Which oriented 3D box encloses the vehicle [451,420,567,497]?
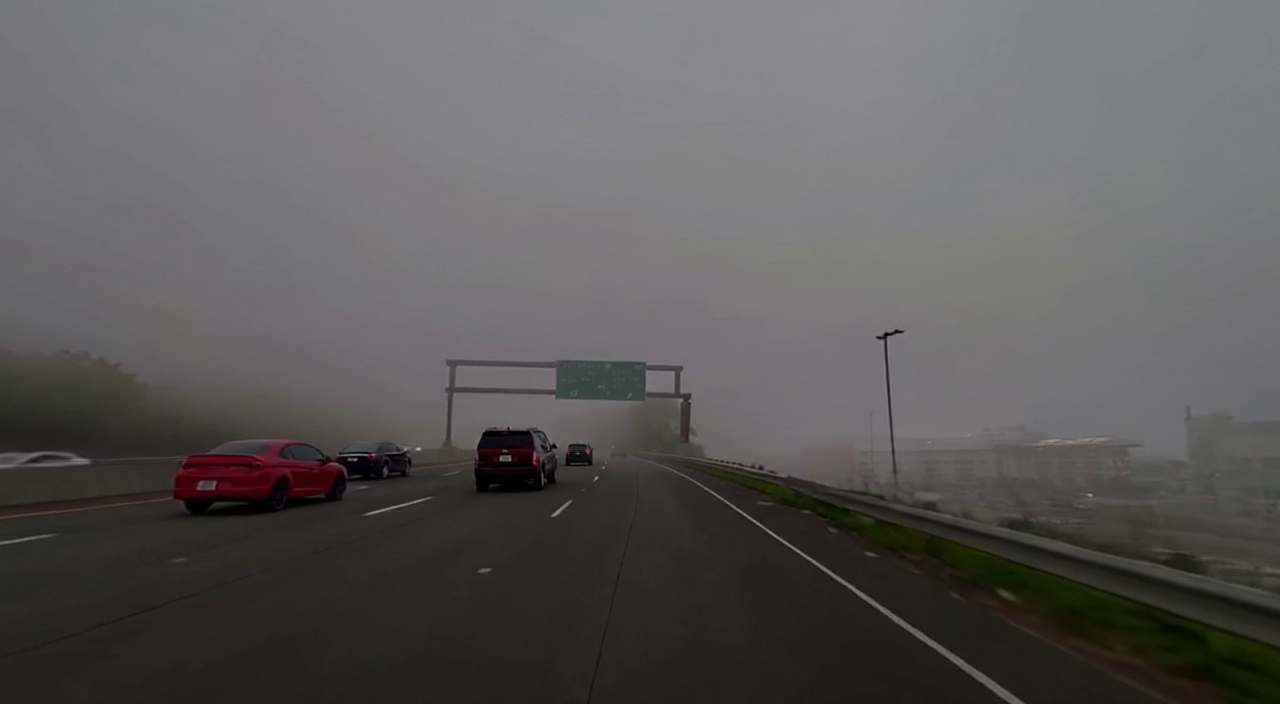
[{"bbox_3d":[-3.754,3.181,19.261,2.301,1.985,5.247,0,-8,1],"label":"vehicle"}]

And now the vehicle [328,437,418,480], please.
[{"bbox_3d":[-11.309,4.530,27.085,1.919,1.665,4.394,0,-8,0],"label":"vehicle"}]

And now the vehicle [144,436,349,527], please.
[{"bbox_3d":[-7.410,2.422,12.339,1.796,1.509,3.393,0,-8,0],"label":"vehicle"}]

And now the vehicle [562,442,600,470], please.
[{"bbox_3d":[-3.543,6.315,38.449,1.955,1.614,3.817,0,-8,0],"label":"vehicle"}]
